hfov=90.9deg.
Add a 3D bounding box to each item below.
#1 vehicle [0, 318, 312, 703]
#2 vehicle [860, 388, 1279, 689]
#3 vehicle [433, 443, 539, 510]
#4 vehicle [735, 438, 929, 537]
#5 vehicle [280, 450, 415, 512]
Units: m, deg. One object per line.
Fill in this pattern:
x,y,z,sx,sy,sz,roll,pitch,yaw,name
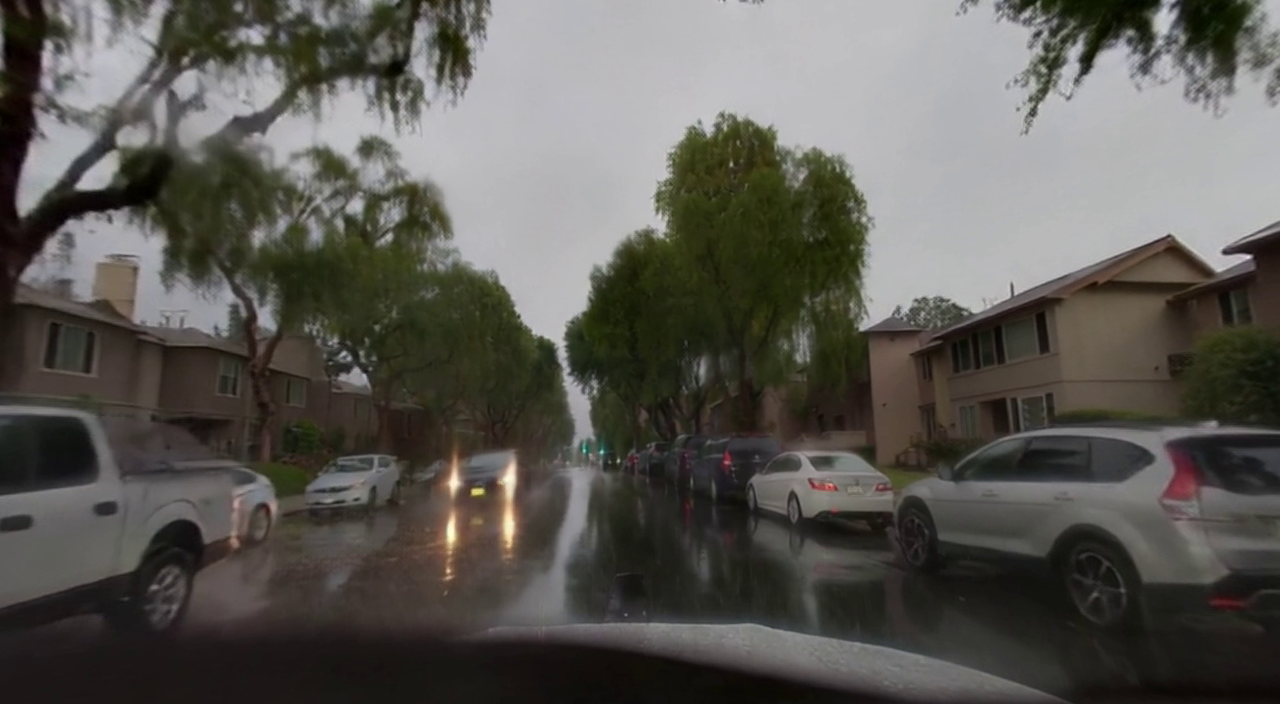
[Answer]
-4.271,1.022,3.929,2.197,2.047,4.985,0,-9,-6,vehicle
4.113,1.423,6.074,1.937,1.722,4.575,0,-9,-6,vehicle
-3.864,3.193,16.702,1.971,1.476,4.593,0,-9,-4,vehicle
3.434,2.499,12.363,1.876,1.538,4.447,1,-9,-8,vehicle
-8.088,3.559,17.983,2.119,1.476,4.588,1,-9,-7,vehicle
